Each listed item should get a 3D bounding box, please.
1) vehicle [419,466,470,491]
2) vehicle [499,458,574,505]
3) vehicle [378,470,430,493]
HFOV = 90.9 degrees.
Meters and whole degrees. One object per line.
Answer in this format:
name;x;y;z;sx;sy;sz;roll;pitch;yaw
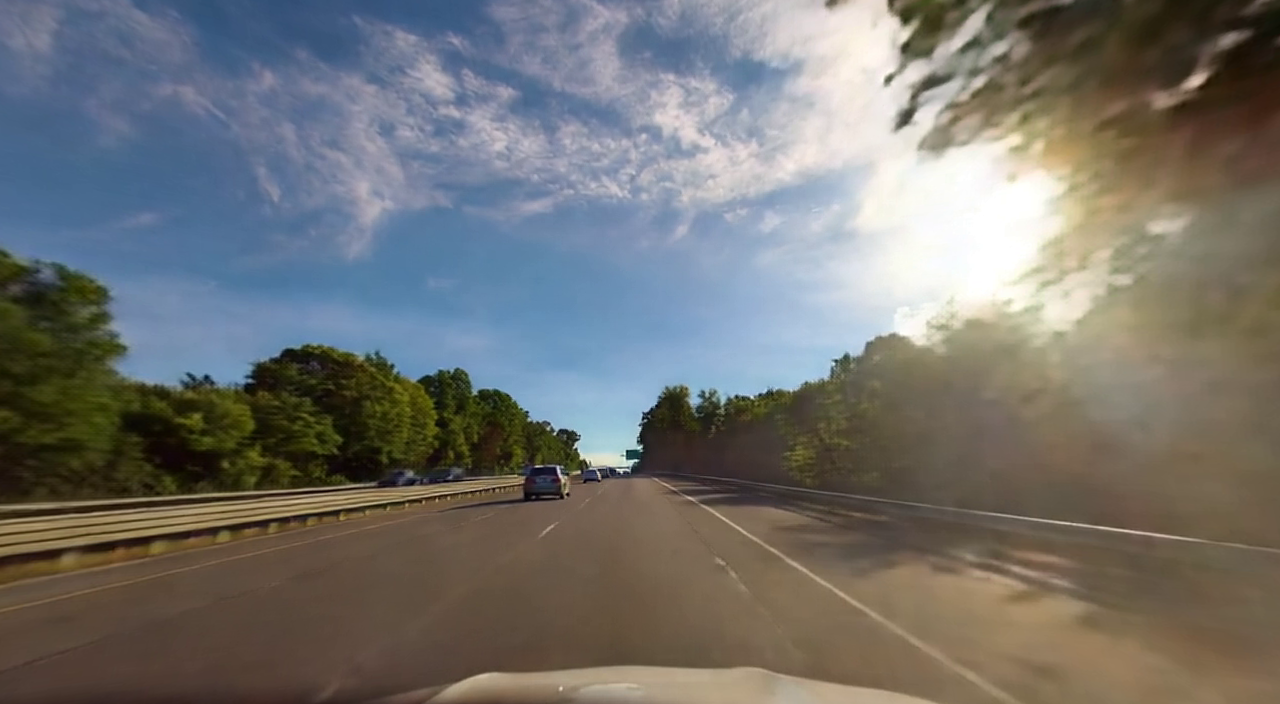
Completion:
vehicle;-12.984;8.432;42.088;1.939;1.525;4.481;1;-10;0
vehicle;-3.837;4.907;24.150;2.068;1.592;4.479;0;-10;0
vehicle;-16.667;9.169;44.674;1.892;1.471;4.526;1;-10;0
